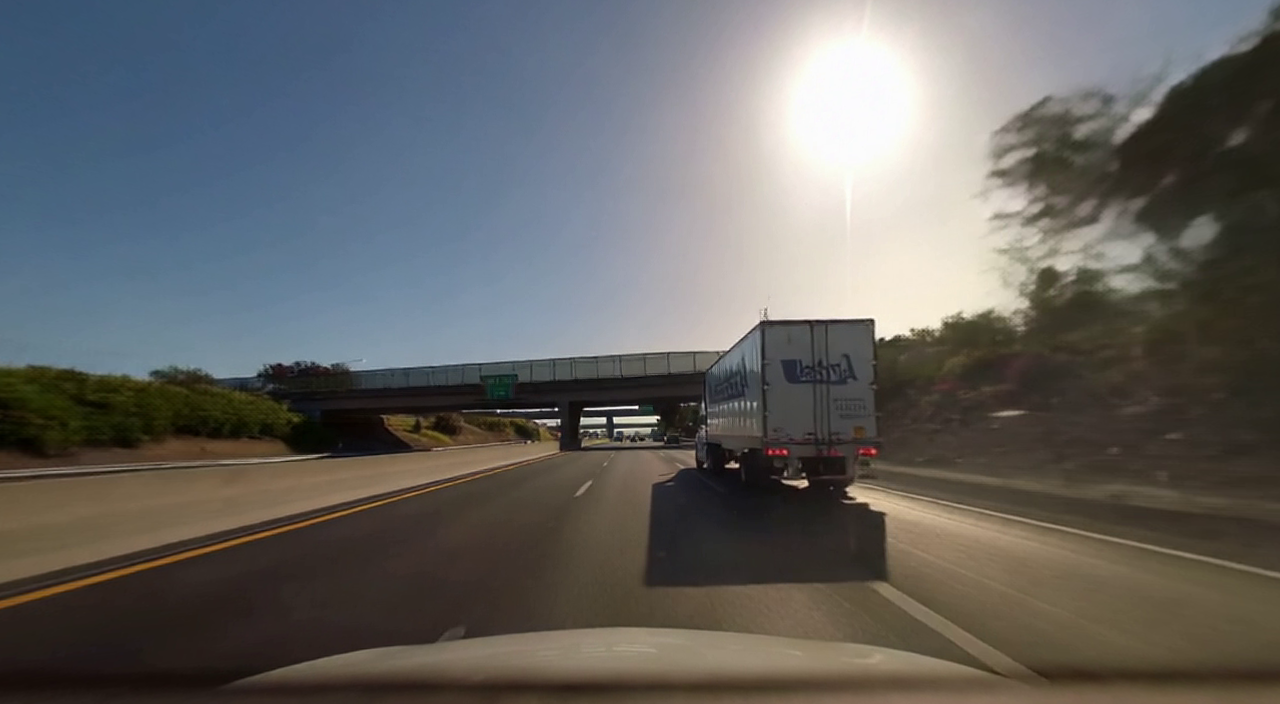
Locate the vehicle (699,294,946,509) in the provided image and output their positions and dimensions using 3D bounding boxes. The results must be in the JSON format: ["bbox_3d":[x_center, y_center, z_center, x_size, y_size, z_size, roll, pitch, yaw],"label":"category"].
[{"bbox_3d":[4.035,1.833,18.737,2.920,4.029,13.900,0,-8,-1],"label":"vehicle"}]
